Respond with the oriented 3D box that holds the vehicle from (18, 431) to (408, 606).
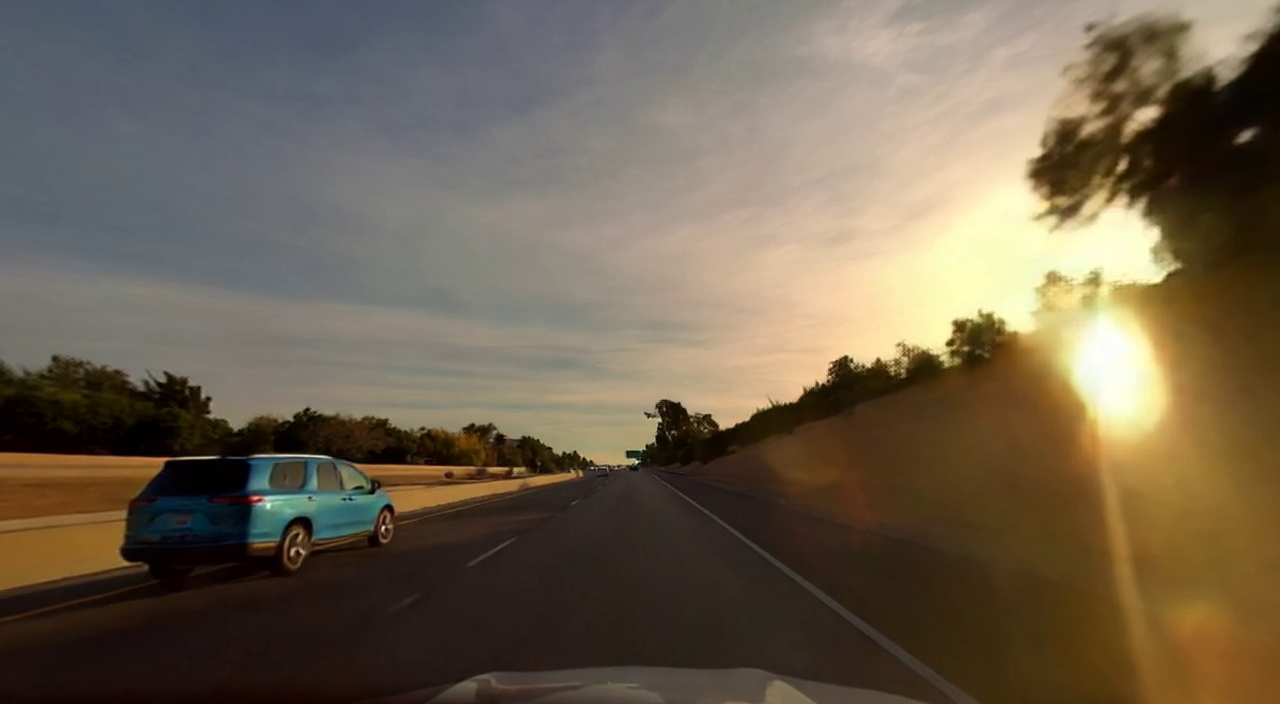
[{"bbox_3d":[-4.583,1.866,7.727,1.914,1.534,4.015,1,-10,0],"label":"vehicle"}]
